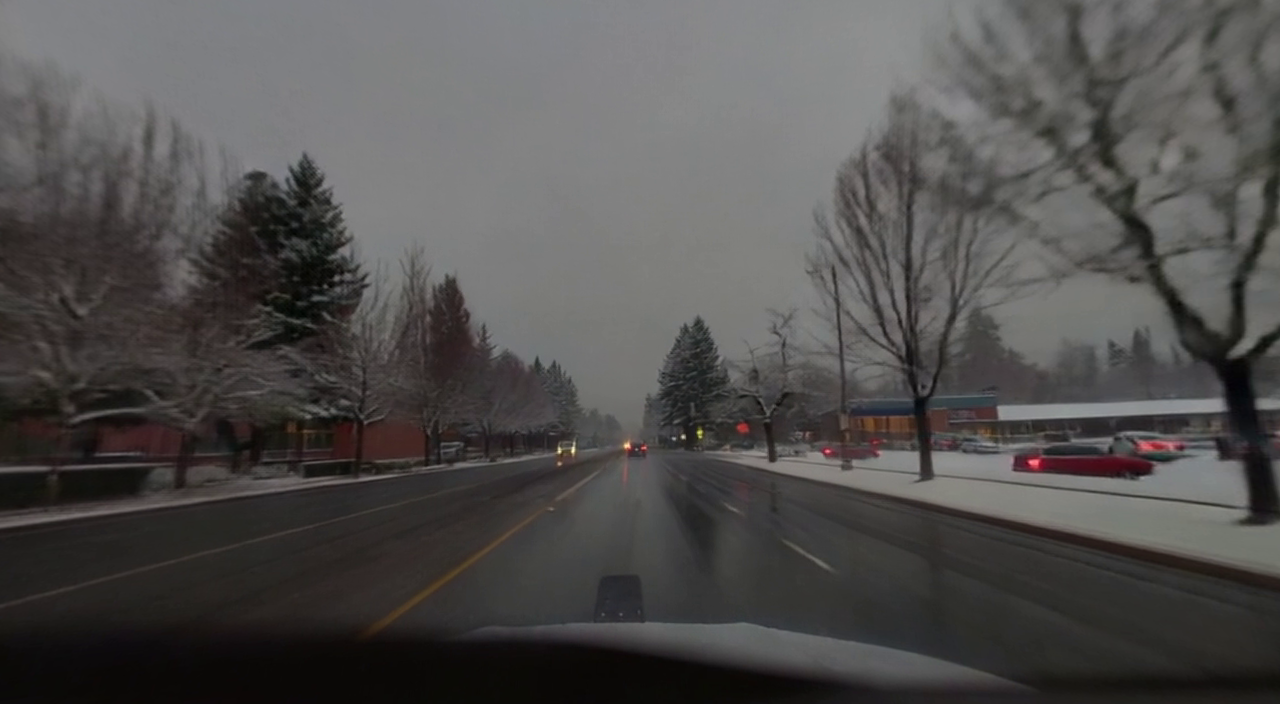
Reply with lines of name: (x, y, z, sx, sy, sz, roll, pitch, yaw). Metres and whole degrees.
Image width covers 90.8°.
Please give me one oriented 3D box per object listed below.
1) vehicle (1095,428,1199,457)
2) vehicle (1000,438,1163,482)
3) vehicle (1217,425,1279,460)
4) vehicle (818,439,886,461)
vehicle: (31.626, 5.701, 39.655, 2.015, 1.681, 5.292, 0, -8, -2)
vehicle: (16.757, 4.104, 24.184, 4.665, 1.570, 2.080, 0, -8, 0)
vehicle: (34.430, 4.908, 34.250, 1.843, 1.774, 4.626, 0, -8, 0)
vehicle: (16.112, 7.455, 48.108, 4.421, 1.412, 1.949, -2, -8, 0)
